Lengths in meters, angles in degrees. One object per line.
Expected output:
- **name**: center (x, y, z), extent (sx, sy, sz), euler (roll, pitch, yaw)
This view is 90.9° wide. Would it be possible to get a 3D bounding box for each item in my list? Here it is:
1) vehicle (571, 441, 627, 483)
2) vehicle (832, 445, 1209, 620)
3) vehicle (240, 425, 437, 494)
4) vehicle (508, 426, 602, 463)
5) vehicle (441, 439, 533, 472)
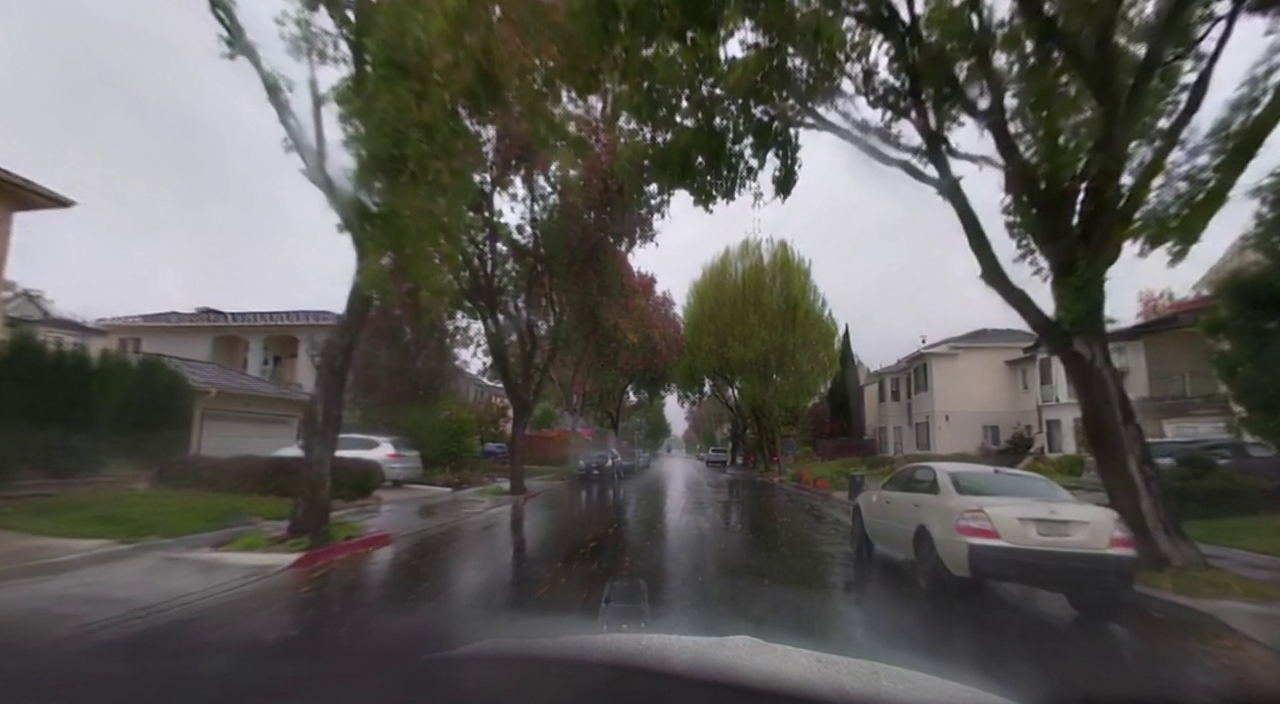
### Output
- **vehicle**: center (-1.716, 4.865, 27.949), extent (1.974, 1.664, 4.539), euler (-1, -9, 3)
- **vehicle**: center (3.852, 1.835, 7.555), extent (1.996, 1.409, 4.446), euler (0, -8, 4)
- **vehicle**: center (-8.235, 2.928, 17.443), extent (4.480, 1.740, 1.988), euler (-1, -8, 9)
- **vehicle**: center (-6.540, 7.247, 49.356), extent (6.780, 2.770, 2.970), euler (-1, -8, 5)
- **vehicle**: center (-8.184, 5.572, 34.027), extent (4.414, 1.658, 1.988), euler (0, -8, 4)
